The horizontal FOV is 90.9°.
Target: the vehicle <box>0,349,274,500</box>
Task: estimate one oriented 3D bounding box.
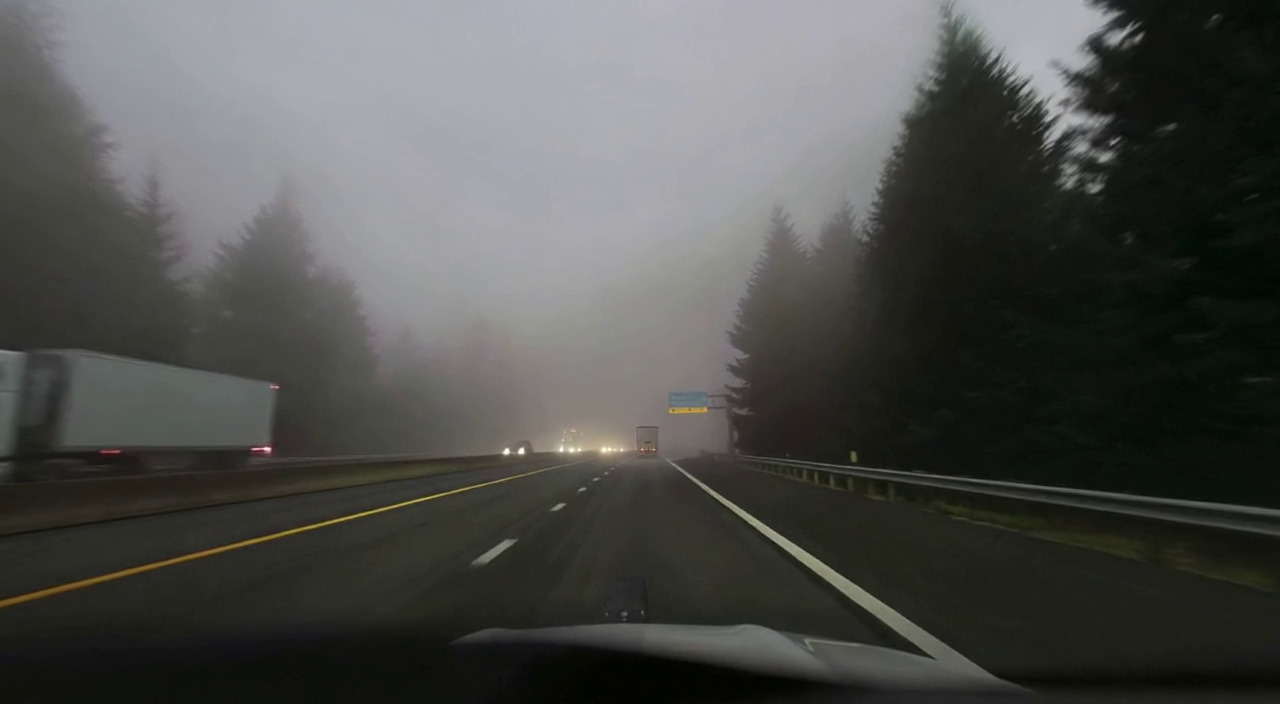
[{"bbox_3d":[-16.168,2.547,20.967,2.885,4.010,8.234,0,-9,0],"label":"vehicle"}]
